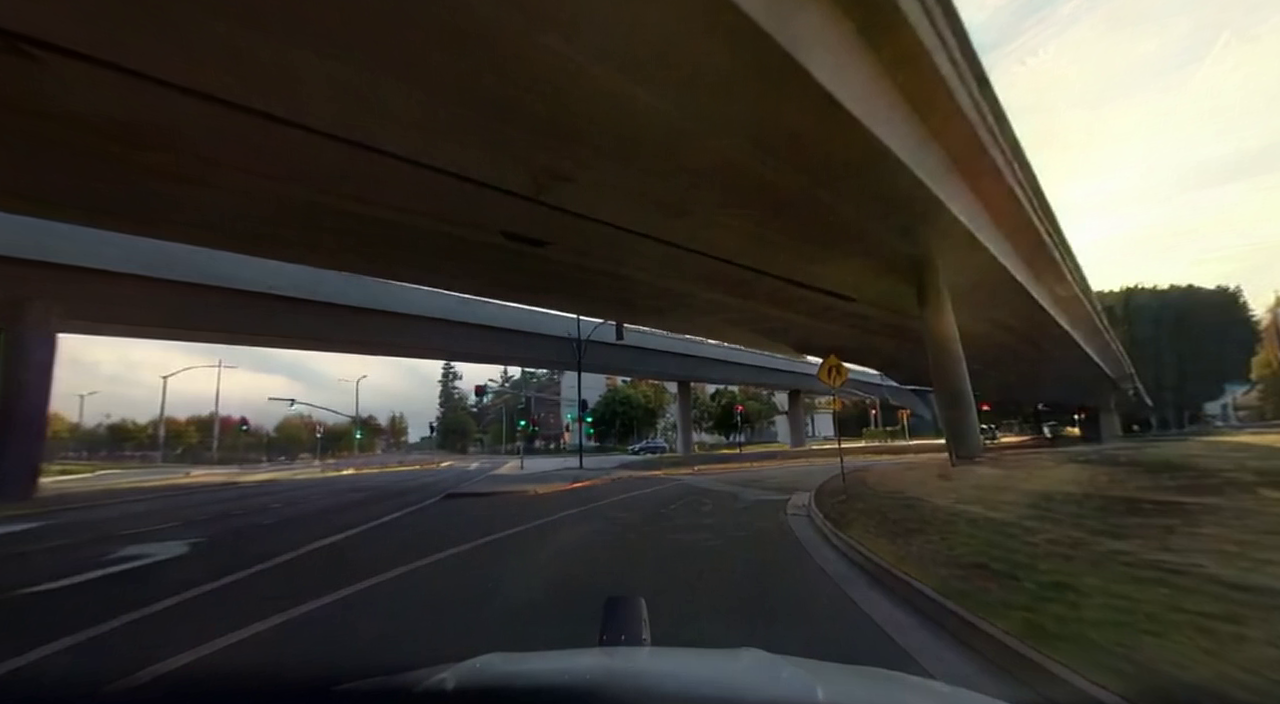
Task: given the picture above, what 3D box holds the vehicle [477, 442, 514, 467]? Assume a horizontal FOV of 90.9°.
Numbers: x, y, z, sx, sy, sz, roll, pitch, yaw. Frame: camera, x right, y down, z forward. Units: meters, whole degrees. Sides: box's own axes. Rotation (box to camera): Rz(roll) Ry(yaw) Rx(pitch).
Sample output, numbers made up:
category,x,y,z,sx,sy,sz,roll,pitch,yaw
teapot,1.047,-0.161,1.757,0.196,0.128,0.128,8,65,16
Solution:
category,x,y,z,sx,sy,sz,roll,pitch,yaw
vehicle,-10.317,7.375,45.364,2.126,1.717,4.409,1,-9,-7
